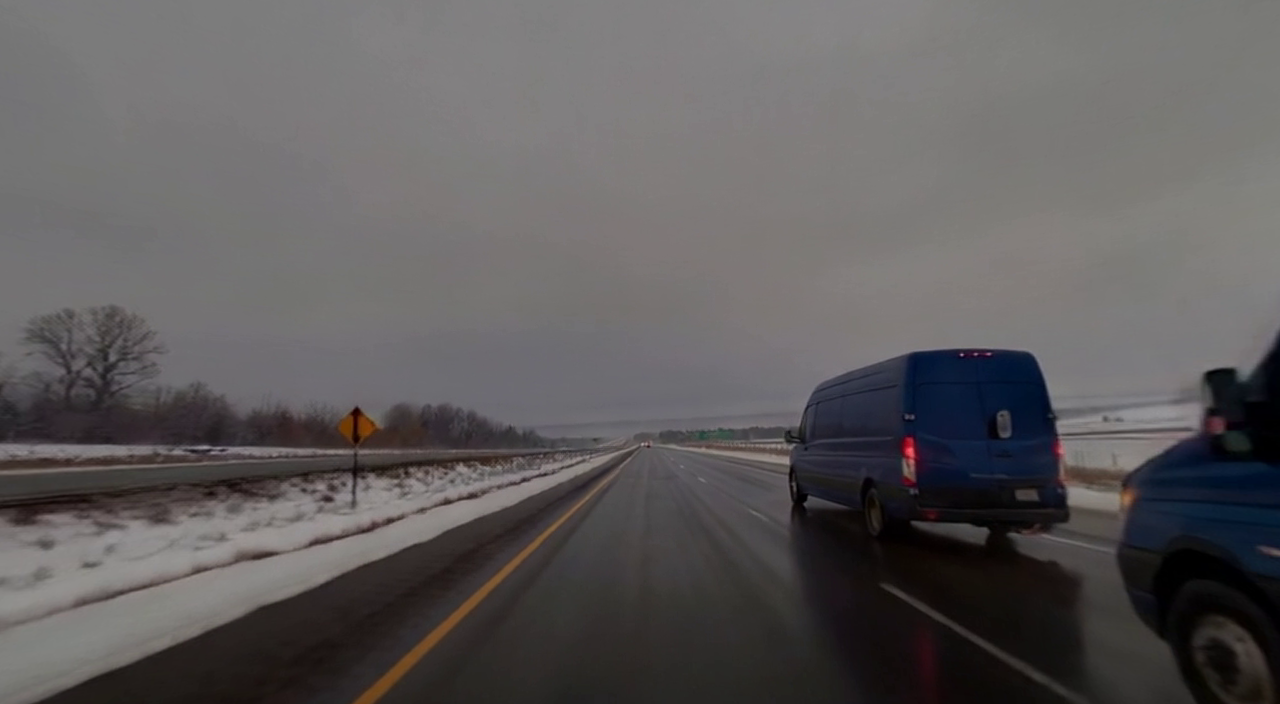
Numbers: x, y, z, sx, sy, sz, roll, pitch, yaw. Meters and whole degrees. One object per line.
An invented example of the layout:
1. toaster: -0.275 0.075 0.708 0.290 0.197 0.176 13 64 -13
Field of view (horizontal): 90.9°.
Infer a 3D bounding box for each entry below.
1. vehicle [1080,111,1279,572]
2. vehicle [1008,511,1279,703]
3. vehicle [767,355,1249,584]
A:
1. vehicle: 4.099 -0.267 1.211 2.444 2.053 5.616 0 -8 0
2. vehicle: 4.014 1.140 1.448 2.702 0.824 6.391 0 -8 2
3. vehicle: 4.033 1.569 9.417 2.686 2.043 7.449 0 -8 0
